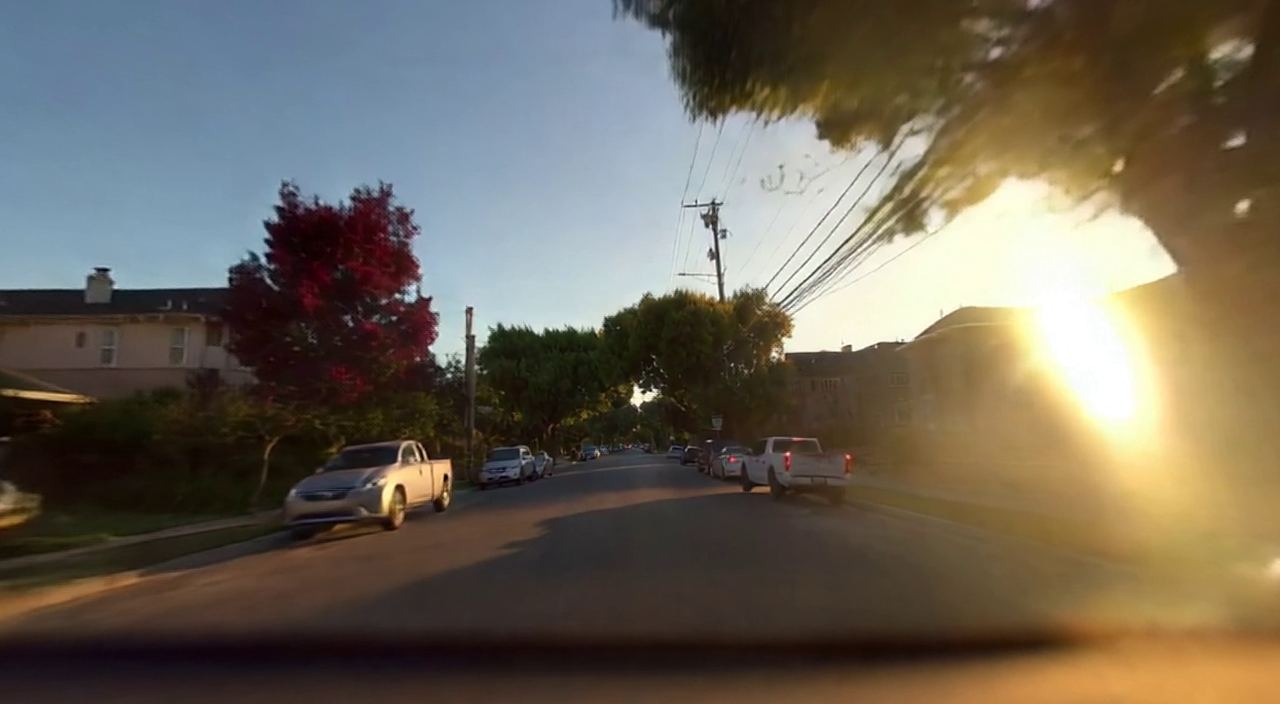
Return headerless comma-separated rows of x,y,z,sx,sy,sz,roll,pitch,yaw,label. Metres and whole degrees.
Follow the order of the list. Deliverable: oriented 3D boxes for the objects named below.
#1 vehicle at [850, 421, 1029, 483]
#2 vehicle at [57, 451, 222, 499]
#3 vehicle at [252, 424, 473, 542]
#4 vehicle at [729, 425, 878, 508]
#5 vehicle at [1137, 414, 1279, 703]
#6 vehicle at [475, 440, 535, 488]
10.637,3.573,22.747,5.376,1.914,1.988,-2,-8,-3,vehicle
-17.665,4.341,22.463,4.184,1.620,1.852,0,-9,-1,vehicle
-5.525,2.661,13.781,2.285,1.895,5.883,-2,-8,-1,vehicle
4.058,2.994,16.937,2.279,1.848,5.577,1,-9,-2,vehicle
4.244,0.823,1.587,2.051,1.479,4.758,0,-9,-1,vehicle
-5.838,4.850,27.842,2.046,1.825,4.627,-2,-8,-6,vehicle
